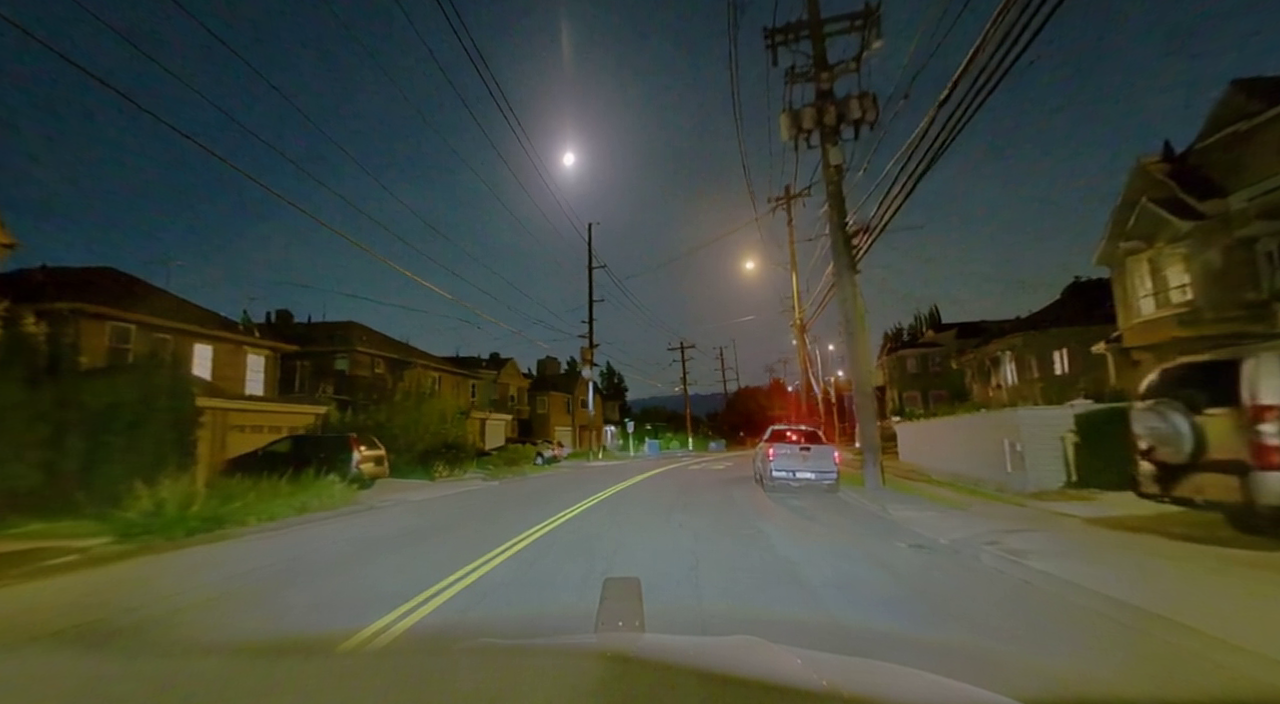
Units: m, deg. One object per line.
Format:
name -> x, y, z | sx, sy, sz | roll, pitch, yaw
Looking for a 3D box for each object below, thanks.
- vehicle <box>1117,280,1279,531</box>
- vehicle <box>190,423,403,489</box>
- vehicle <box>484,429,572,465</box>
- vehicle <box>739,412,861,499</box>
vehicle -> 9.358, 0.604, 6.739 | 6.333, 2.381, 2.439 | -1, -8, 3
vehicle -> -10.987, 3.362, 20.508 | 5.632, 1.957, 2.302 | -1, -8, 6
vehicle -> -7.284, 6.156, 41.197 | 5.228, 2.041, 2.023 | 0, -6, 13
vehicle -> 4.120, 2.808, 17.507 | 2.273, 1.938, 6.400 | -1, -8, 5
